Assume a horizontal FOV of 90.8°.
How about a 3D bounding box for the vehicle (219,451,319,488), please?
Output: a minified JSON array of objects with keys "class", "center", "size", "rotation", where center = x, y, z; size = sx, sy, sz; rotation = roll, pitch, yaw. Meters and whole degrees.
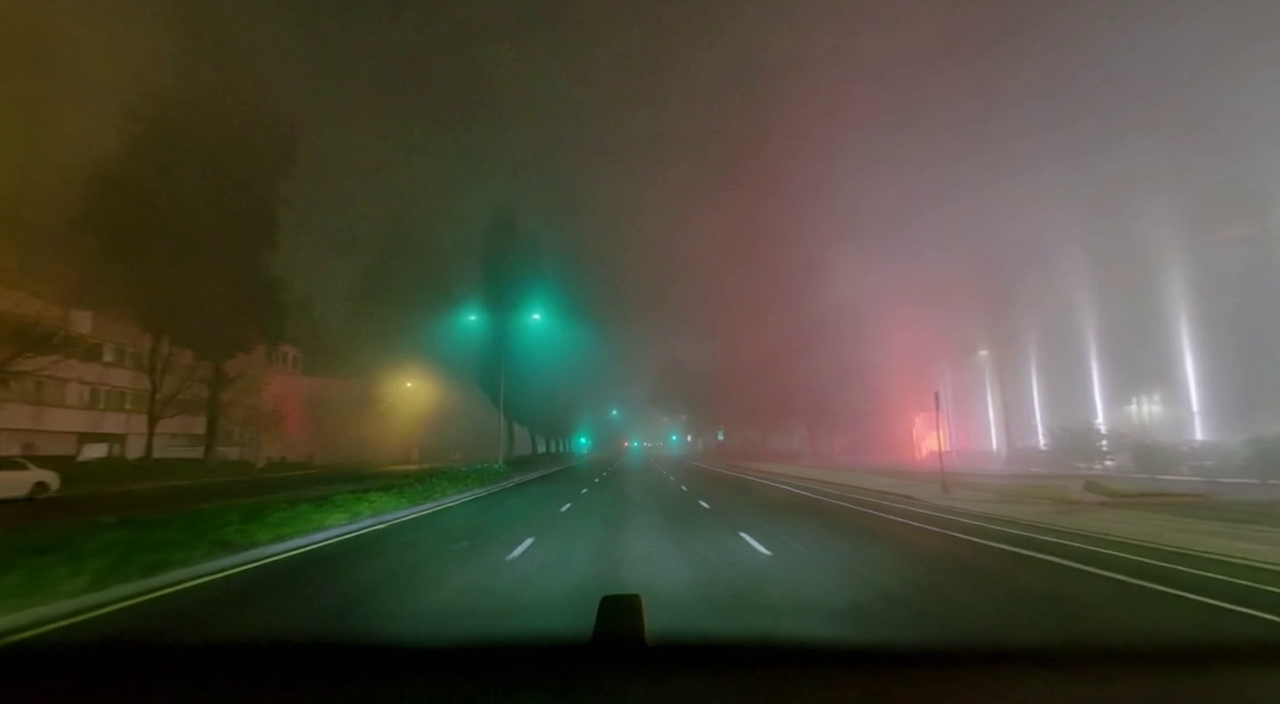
[{"class":"vehicle","center":[-17.059,5.377,29.342],"size":[1.877,1.525,4.312],"rotation":[0,-8,2]}]
